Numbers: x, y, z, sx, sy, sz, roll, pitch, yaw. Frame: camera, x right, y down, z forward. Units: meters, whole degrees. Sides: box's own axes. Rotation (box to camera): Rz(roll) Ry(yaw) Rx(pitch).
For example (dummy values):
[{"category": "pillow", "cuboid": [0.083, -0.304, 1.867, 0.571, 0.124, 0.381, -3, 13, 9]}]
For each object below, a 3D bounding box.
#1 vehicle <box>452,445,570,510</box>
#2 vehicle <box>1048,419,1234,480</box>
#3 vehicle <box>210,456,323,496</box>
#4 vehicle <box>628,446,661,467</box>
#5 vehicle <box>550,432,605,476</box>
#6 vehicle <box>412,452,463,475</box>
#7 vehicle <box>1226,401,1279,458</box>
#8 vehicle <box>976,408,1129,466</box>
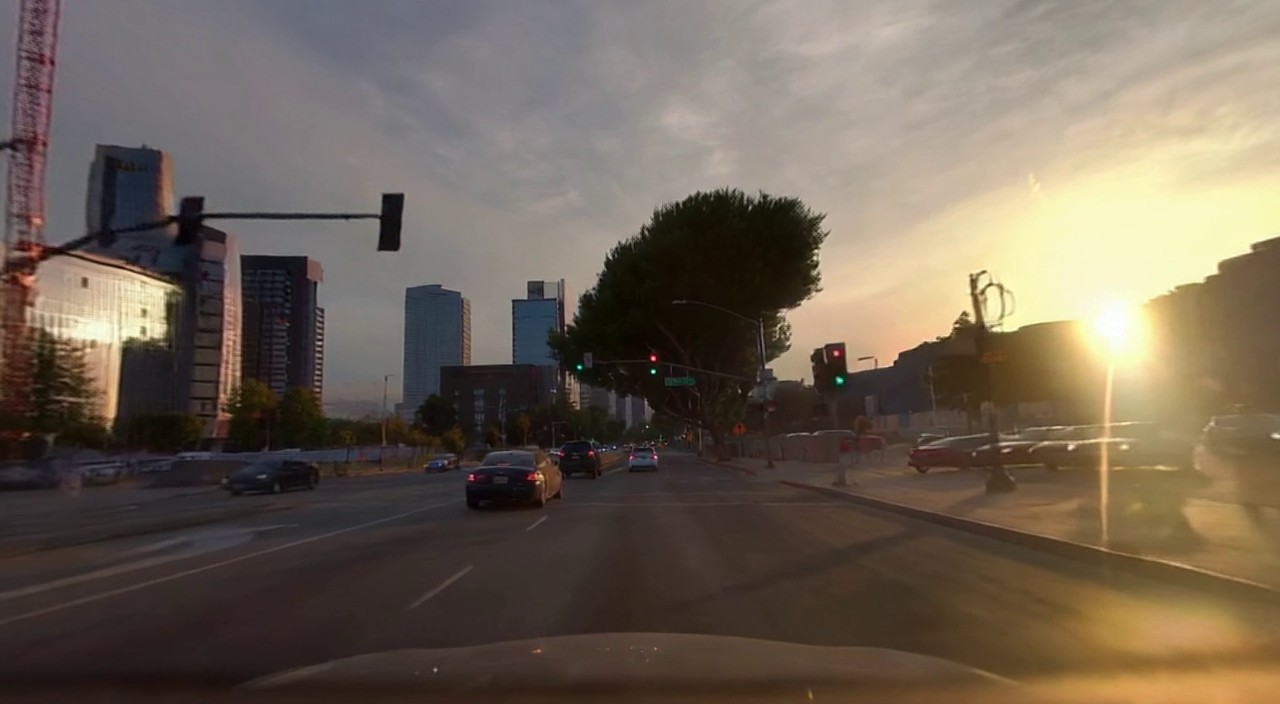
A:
[{"category": "vehicle", "cuboid": [-3.094, 3.117, 16.171, 1.959, 1.406, 4.527, -1, -9, 2]}, {"category": "vehicle", "cuboid": [13.316, 2.546, 16.805, 4.061, 1.465, 1.803, 2, -8, -17]}, {"category": "vehicle", "cuboid": [-15.101, 5.011, 25.819, 1.879, 1.450, 4.279, -1, -9, 2]}, {"category": "vehicle", "cuboid": [0.347, 7.383, 44.708, 2.171, 1.422, 4.146, 0, -9, 1]}, {"category": "vehicle", "cuboid": [-3.134, 5.241, 32.608, 2.240, 2.054, 4.662, -1, -9, 2]}, {"category": "vehicle", "cuboid": [-14.237, 7.835, 44.617, 1.935, 1.481, 4.702, -1, -9, 2]}, {"category": "vehicle", "cuboid": [23.521, 2.920, 23.400, 2.304, 1.936, 5.023, -8, -11, 41]}, {"category": "vehicle", "cuboid": [12.058, 2.504, 18.505, 3.500, 1.563, 1.871, 2, -9, -19]}]
